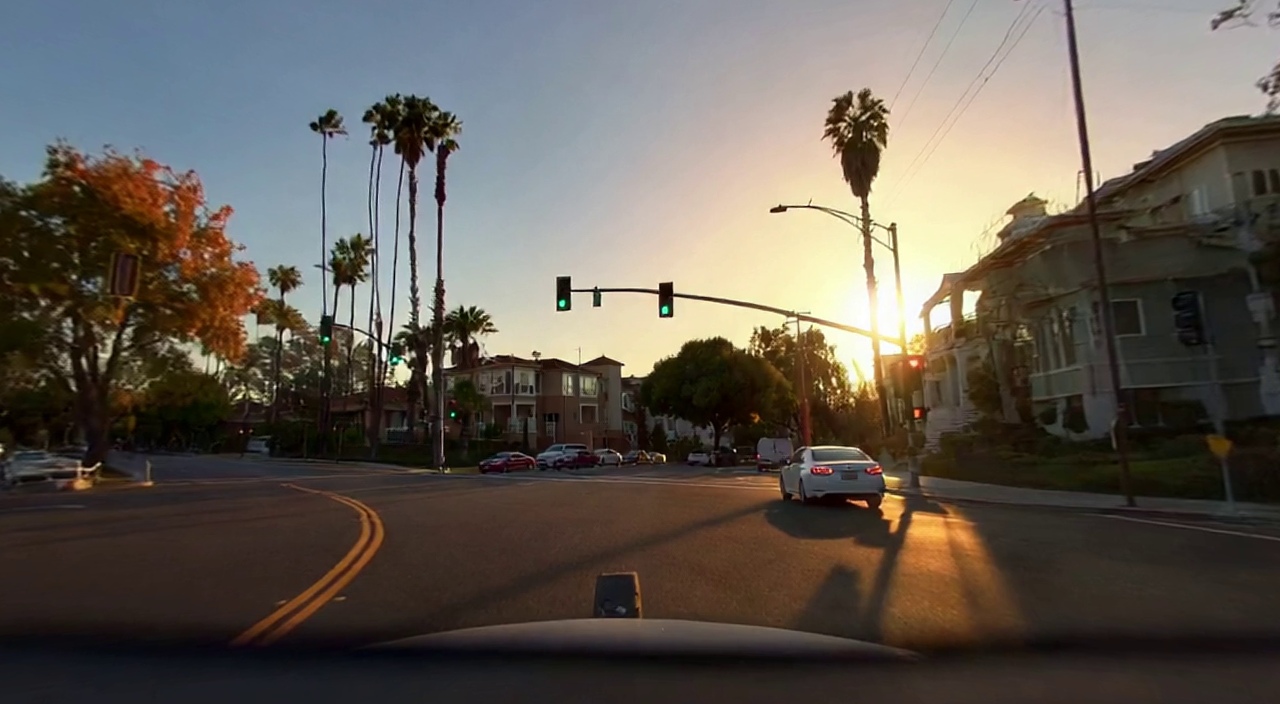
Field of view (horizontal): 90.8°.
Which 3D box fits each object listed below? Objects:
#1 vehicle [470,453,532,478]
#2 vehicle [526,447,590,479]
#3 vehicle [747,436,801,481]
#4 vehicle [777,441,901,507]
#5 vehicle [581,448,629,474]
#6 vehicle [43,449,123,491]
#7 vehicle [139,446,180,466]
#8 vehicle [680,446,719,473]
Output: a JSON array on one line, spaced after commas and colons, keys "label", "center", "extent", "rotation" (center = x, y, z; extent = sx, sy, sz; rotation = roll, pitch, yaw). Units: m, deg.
[{"label": "vehicle", "center": [-8.066, 6.581, 36.907], "extent": [1.891, 1.358, 3.828], "rotation": [-3, -9, 16]}, {"label": "vehicle", "center": [-4.576, 6.256, 36.008], "extent": [1.959, 1.515, 4.668], "rotation": [-2, -7, 15]}, {"label": "vehicle", "center": [6.546, 5.254, 31.357], "extent": [2.109, 2.002, 4.424], "rotation": [-1, -9, 6]}, {"label": "vehicle", "center": [5.264, 3.281, 17.448], "extent": [2.096, 1.552, 4.519], "rotation": [0, -9, 2]}, {"label": "vehicle", "center": [-2.305, 7.280, 42.479], "extent": [1.852, 1.498, 4.238], "rotation": [-6, -9, 16]}, {"label": "vehicle", "center": [-22.790, 4.746, 25.770], "extent": [2.005, 1.533, 4.499], "rotation": [8, -12, -44]}, {"label": "vehicle", "center": [-37.039, 8.022, 48.674], "extent": [2.013, 1.442, 4.173], "rotation": [8, -12, -42]}, {"label": "vehicle", "center": [3.813, 6.773, 39.948], "extent": [1.923, 1.576, 4.026], "rotation": [-2, -9, 12]}]
